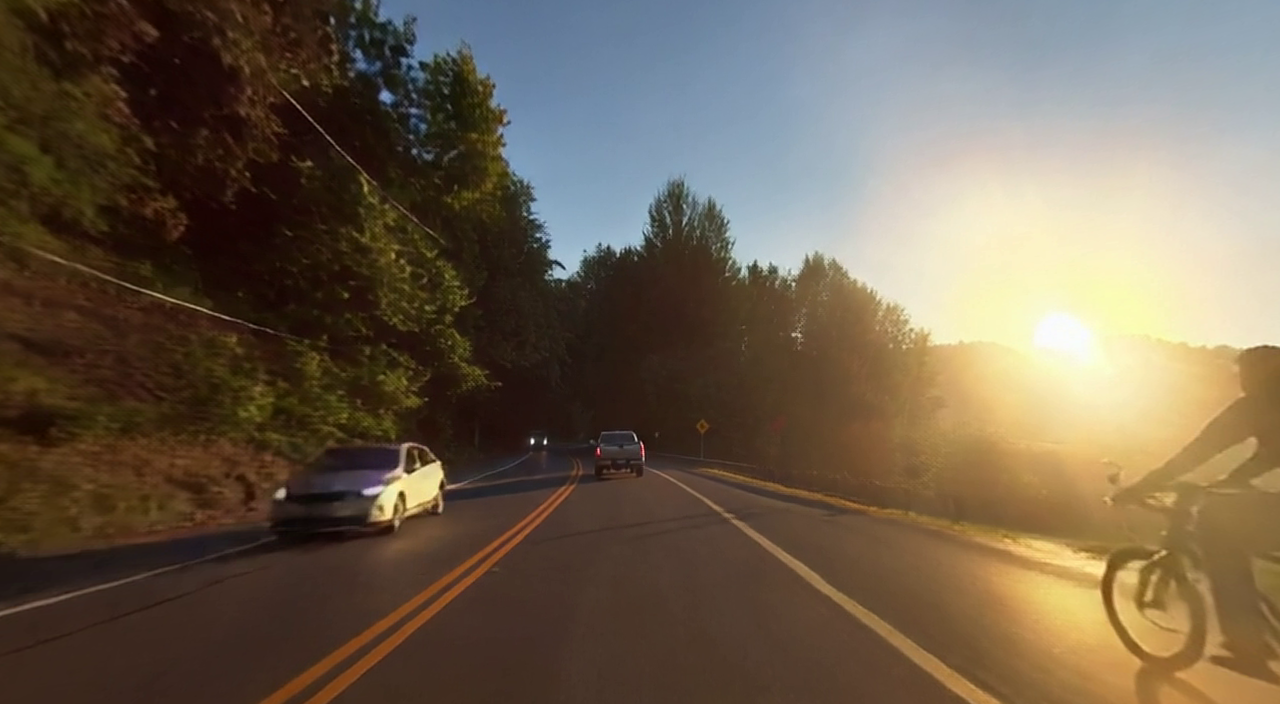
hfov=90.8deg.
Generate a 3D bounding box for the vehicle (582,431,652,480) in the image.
[{"bbox_3d":[-1.031,4.250,26.287,2.631,1.798,5.331,0,-8,-4],"label":"vehicle"}]

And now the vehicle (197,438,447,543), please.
[{"bbox_3d":[-5.203,2.299,11.239,2.198,1.459,4.398,0,-8,-1],"label":"vehicle"}]
